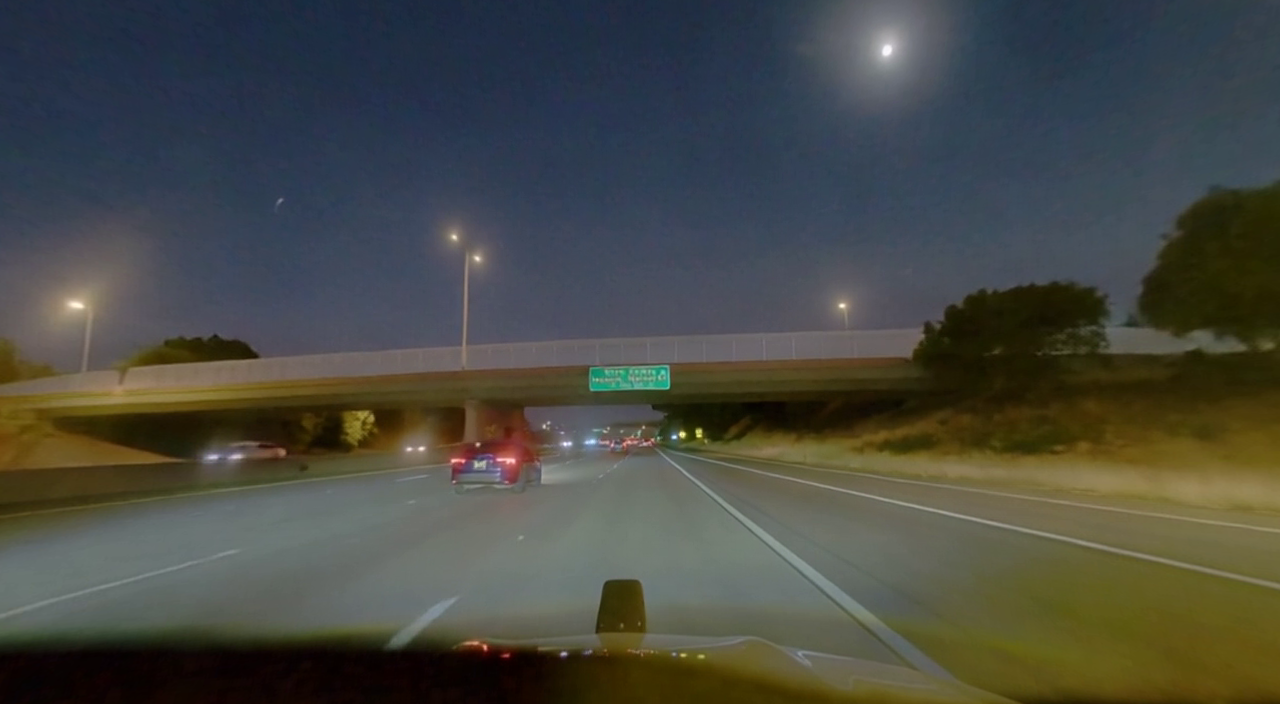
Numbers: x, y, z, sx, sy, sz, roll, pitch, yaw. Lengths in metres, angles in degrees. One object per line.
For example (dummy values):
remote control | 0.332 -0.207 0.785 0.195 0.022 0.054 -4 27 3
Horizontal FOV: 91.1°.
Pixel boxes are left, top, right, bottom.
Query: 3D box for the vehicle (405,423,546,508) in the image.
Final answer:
vehicle | -3.655 2.615 14.895 2.048 1.705 4.384 0 -8 1

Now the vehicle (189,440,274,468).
vehicle | -29.345 7.305 45.393 2.213 1.868 5.794 0 -8 1
